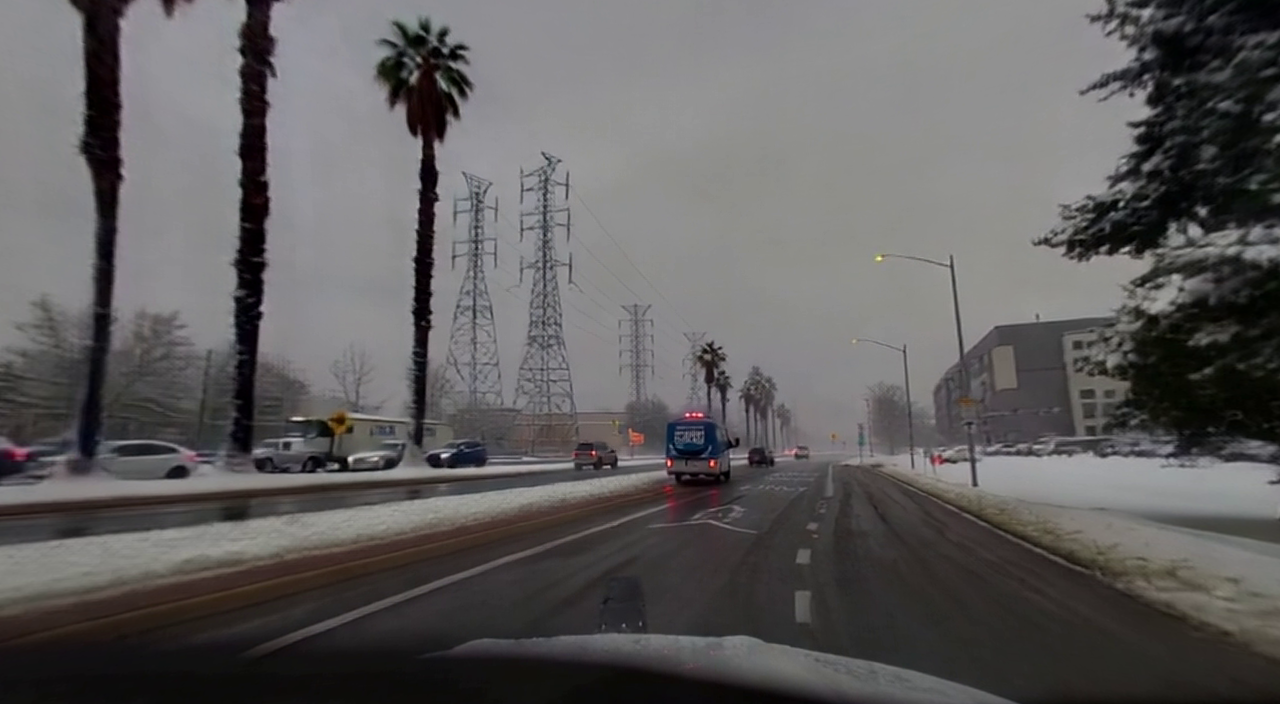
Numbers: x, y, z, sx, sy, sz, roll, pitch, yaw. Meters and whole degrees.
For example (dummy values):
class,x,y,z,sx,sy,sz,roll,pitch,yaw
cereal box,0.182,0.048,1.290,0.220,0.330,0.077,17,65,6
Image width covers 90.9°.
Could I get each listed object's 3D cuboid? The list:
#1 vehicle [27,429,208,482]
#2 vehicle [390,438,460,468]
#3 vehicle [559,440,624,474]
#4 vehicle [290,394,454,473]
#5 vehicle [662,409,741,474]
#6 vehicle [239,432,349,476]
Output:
class,x,y,z,sx,sy,sz,roll,pitch,yaw
vehicle,-17.900,3.701,21.939,1.785,1.502,4.457,-6,-14,17
vehicle,-12.964,6.110,38.353,1.751,1.639,4.434,-5,-10,16
vehicle,-2.980,6.708,40.586,2.266,1.950,5.866,-3,-9,16
vehicle,-16.207,5.447,39.720,2.907,3.760,11.193,-5,-14,15
vehicle,4.599,6.281,44.096,2.903,3.933,11.567,-3,-9,18
vehicle,-15.920,4.823,29.352,1.833,1.578,4.412,-11,-15,17
